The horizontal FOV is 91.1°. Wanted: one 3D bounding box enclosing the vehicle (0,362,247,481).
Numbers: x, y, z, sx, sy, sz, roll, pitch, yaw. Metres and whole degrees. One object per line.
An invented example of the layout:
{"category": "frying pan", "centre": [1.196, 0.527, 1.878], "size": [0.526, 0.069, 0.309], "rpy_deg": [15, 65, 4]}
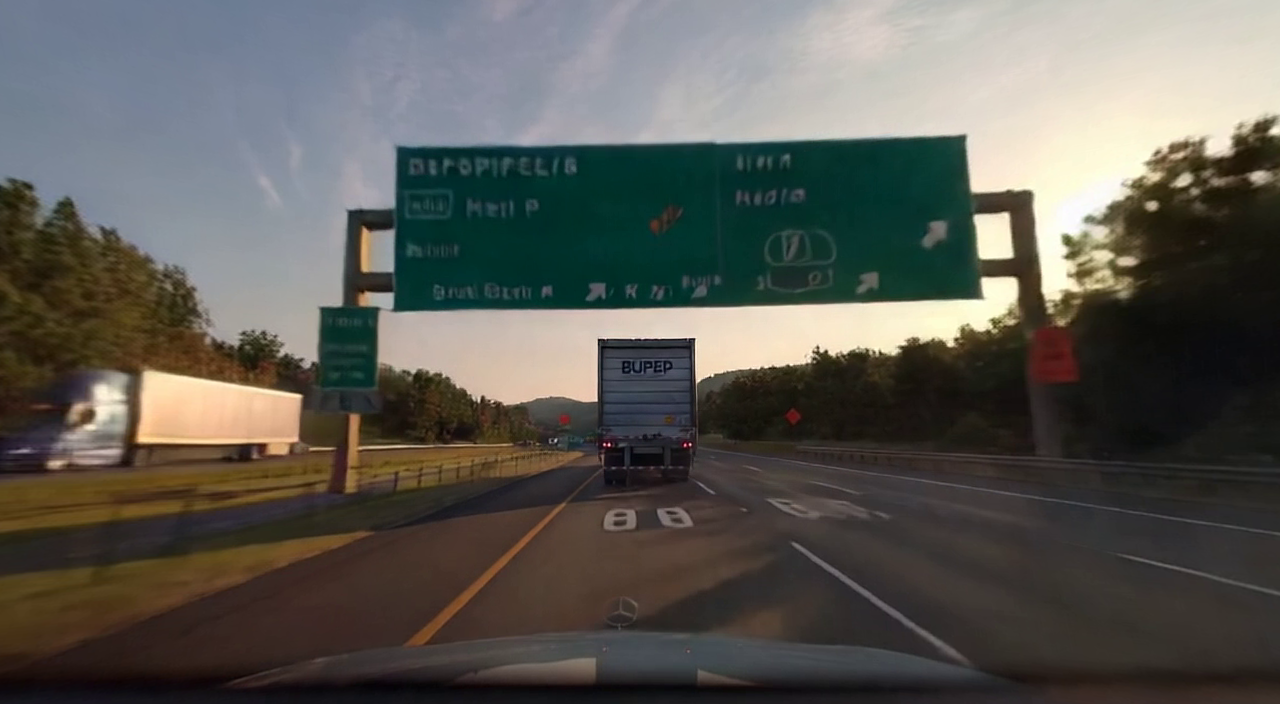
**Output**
{"category": "vehicle", "centre": [-15.078, 2.109, 18.443], "size": [2.644, 2.823, 6.810], "rpy_deg": [0, -8, 0]}

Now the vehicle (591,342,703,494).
{"category": "vehicle", "centre": [0.086, 2.260, 20.578], "size": [2.870, 3.911, 8.697], "rpy_deg": [0, -8, -1]}
